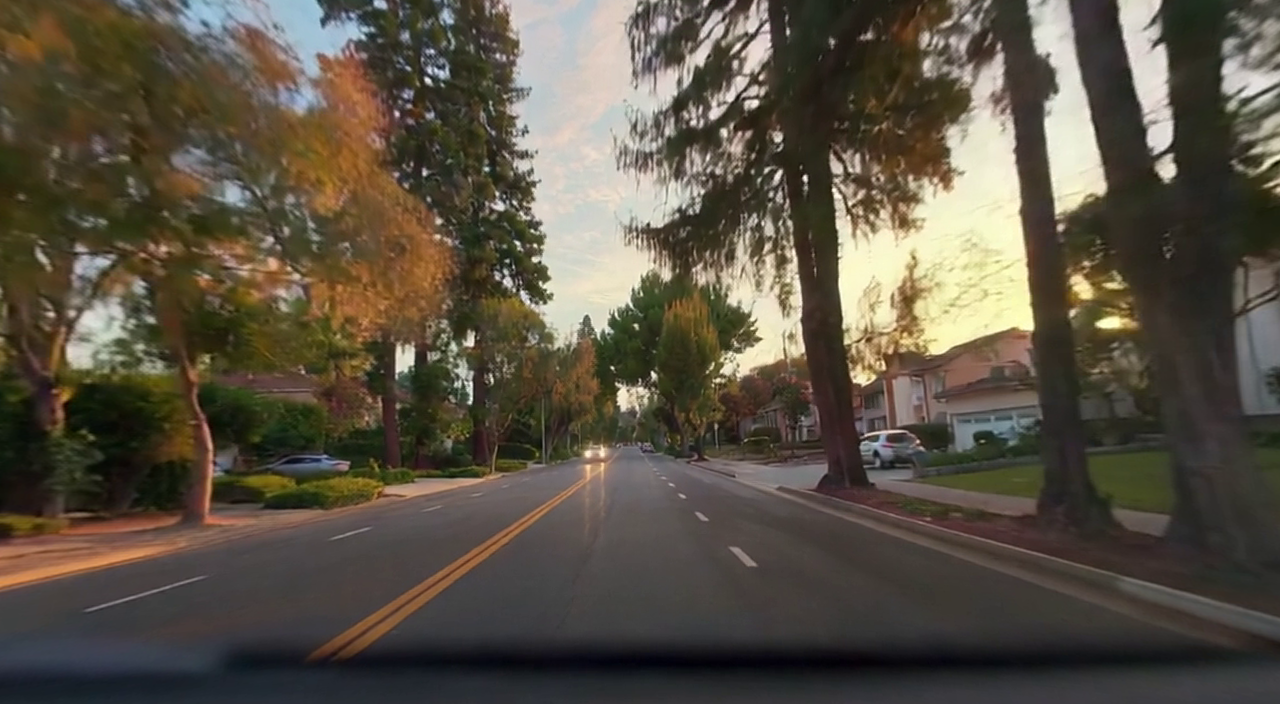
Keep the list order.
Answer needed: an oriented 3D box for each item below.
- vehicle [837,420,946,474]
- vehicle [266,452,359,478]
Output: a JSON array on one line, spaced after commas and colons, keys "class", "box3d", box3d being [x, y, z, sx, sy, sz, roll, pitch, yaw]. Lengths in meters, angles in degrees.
[{"class": "vehicle", "box3d": [10.690, 4.124, 27.474, 2.305, 2.042, 5.711, 0, -9, 0]}, {"class": "vehicle", "box3d": [-19.560, 6.768, 37.912, 4.459, 1.432, 1.979, 0, -9, -1]}]
